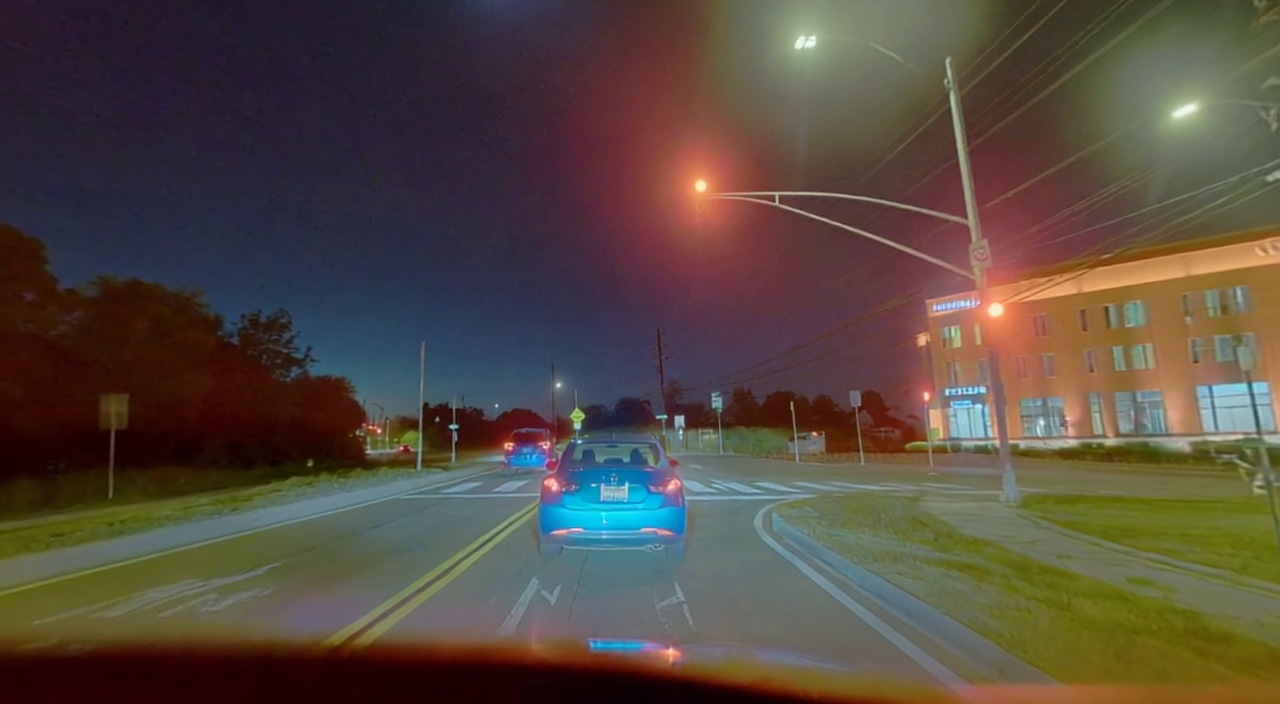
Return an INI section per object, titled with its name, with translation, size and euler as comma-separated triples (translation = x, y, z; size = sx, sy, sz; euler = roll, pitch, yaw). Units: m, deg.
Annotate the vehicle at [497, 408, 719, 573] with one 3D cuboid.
[vehicle]
translation = -0.302, 1.583, 7.940
size = 2.123, 1.566, 3.662
euler = 0, -8, 0
